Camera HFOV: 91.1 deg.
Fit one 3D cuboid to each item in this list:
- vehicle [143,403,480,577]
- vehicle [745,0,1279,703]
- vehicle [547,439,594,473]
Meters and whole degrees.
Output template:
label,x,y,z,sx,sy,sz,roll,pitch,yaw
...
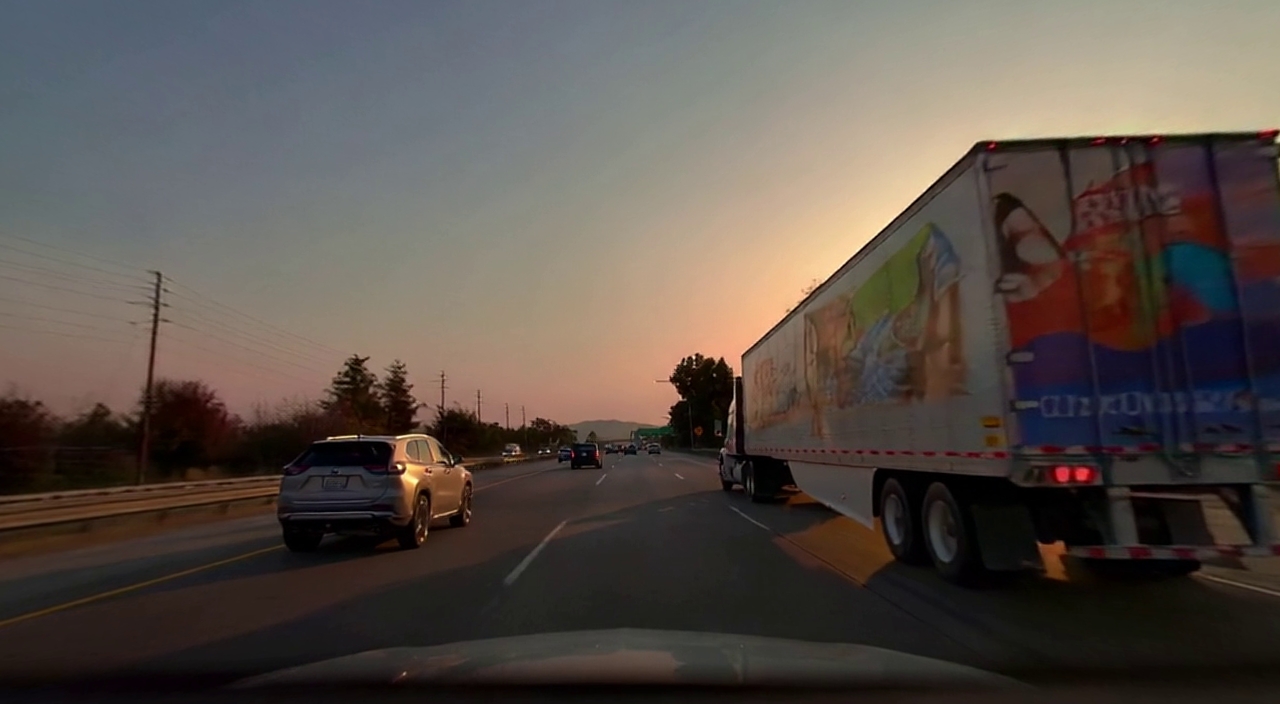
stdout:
label,x,y,z,sx,sy,sz,roll,pitch,yaw
vehicle,-3.960,1.769,8.816,2.202,1.760,4.617,0,-9,0
vehicle,4.383,0.589,9.740,2.998,4.236,13.886,0,-9,-1
vehicle,-3.758,5.760,34.987,2.139,1.716,4.530,0,-9,0
